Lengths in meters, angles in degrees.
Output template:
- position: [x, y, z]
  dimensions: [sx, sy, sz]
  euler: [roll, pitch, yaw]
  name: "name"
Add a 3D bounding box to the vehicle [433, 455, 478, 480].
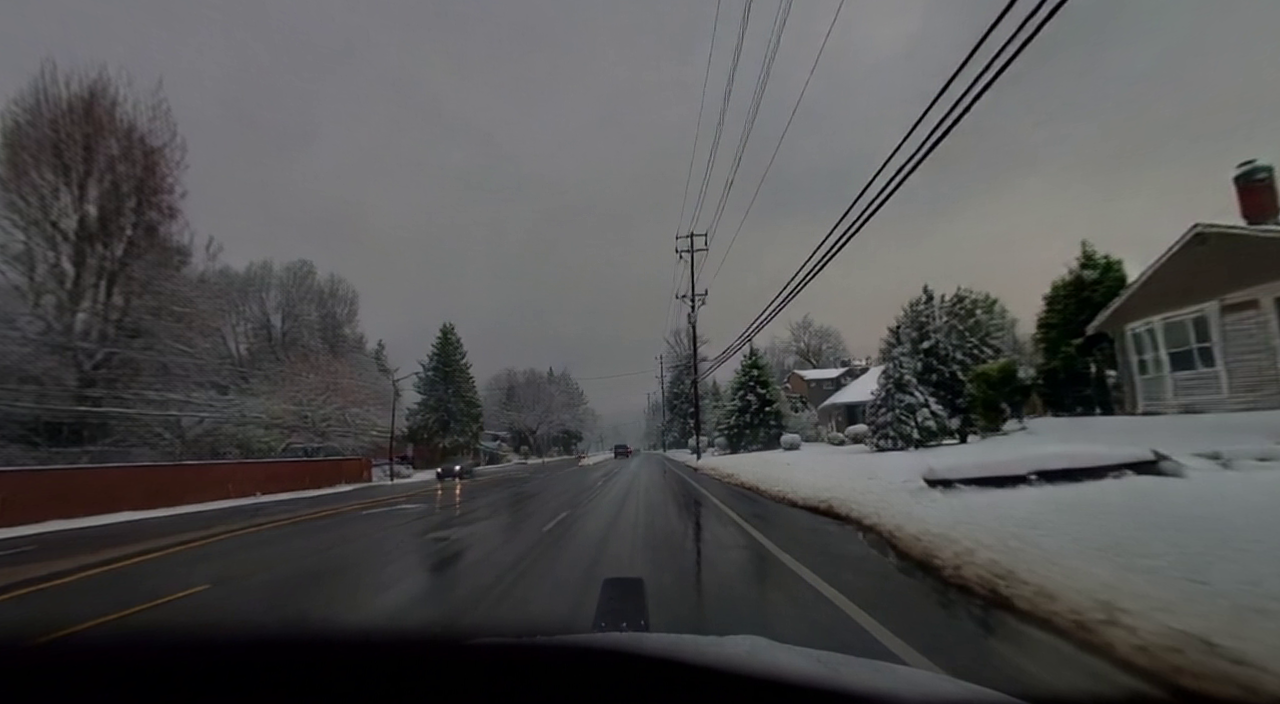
- position: [-14.167, 8.865, 48.630]
  dimensions: [1.996, 1.695, 4.635]
  euler: [-1, -8, 0]
  name: "vehicle"
